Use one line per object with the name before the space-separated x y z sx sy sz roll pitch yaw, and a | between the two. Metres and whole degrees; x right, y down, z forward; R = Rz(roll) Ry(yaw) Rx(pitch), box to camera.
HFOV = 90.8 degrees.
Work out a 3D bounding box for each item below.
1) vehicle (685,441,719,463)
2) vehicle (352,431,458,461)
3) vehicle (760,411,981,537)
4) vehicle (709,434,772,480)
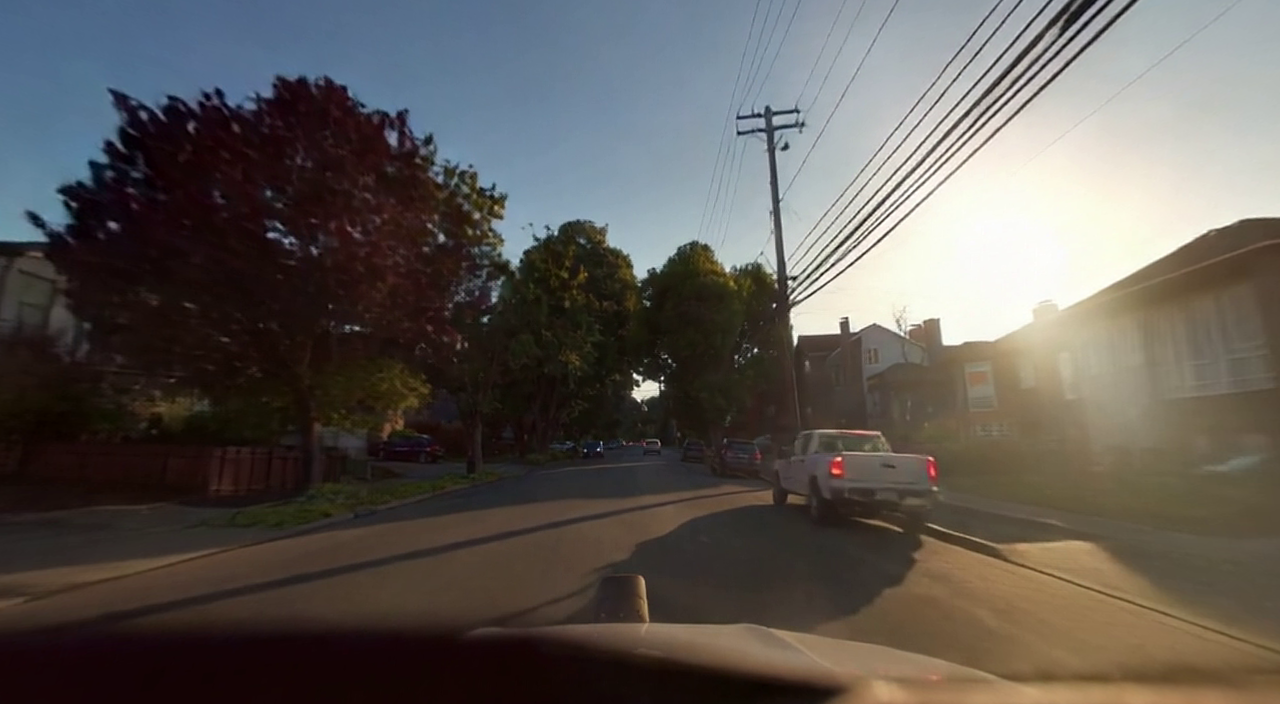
vehicle | 4.460 7.302 46.181 2.031 1.471 4.328 0 -8 -1
vehicle | -12.343 4.991 33.439 4.792 1.521 2.077 0 -8 1
vehicle | 3.847 2.152 11.786 2.280 1.820 5.001 0 -8 1
vehicle | 4.191 4.450 27.056 2.066 1.753 4.877 0 -8 2
